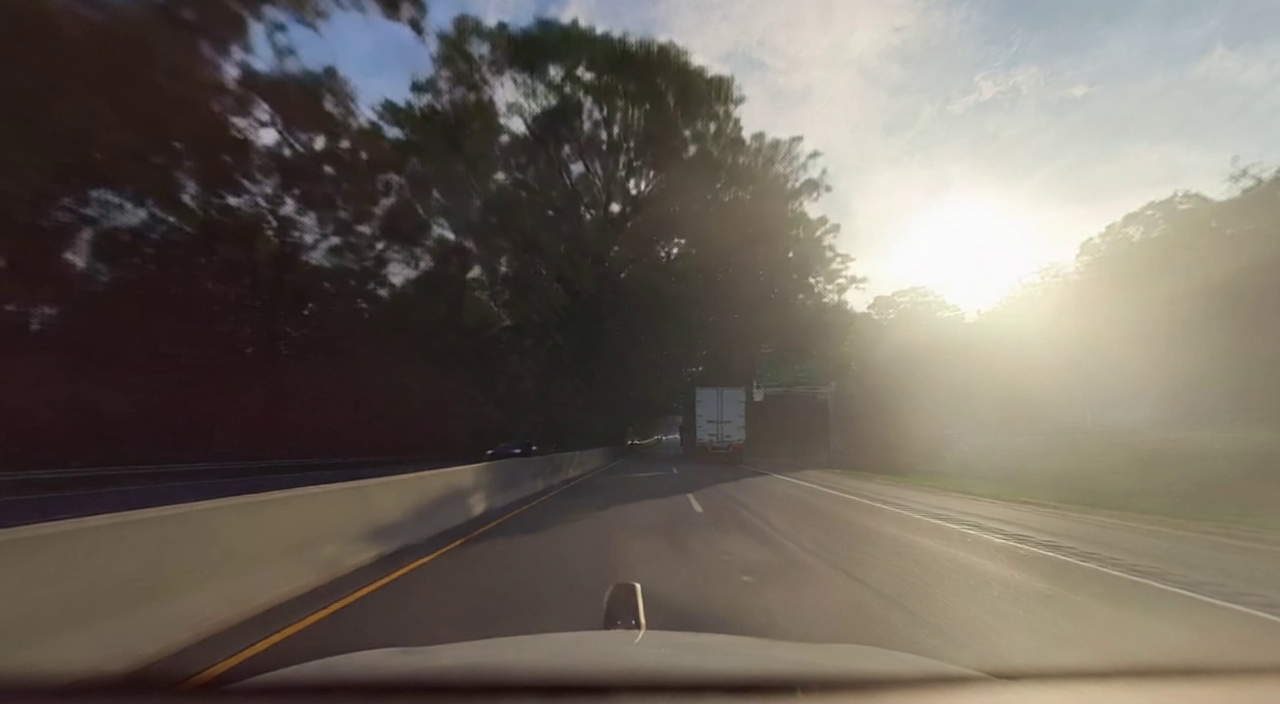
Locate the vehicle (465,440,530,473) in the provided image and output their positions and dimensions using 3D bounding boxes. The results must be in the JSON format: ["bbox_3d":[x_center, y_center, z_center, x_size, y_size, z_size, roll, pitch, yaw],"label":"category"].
[{"bbox_3d":[-6.956,5.143,31.199,2.111,1.487,4.433,-1,-8,1],"label":"vehicle"}]
